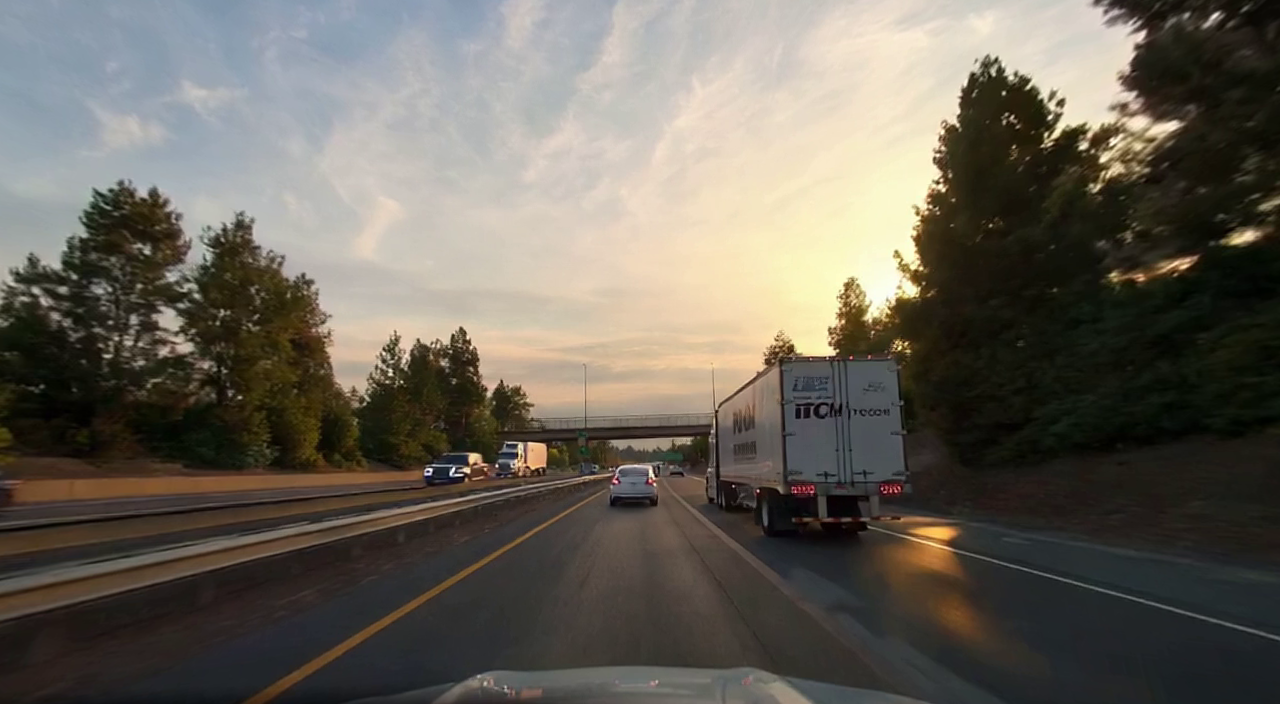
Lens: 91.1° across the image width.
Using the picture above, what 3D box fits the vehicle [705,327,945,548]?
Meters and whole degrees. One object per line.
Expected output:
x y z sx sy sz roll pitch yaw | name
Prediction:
4.319 3.096 20.255 2.964 4.188 16.587 1 -11 1 | vehicle

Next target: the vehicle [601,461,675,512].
-0.059 4.292 20.278 2.156 1.444 3.762 1 -10 0 | vehicle

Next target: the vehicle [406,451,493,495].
-8.926 5.768 30.039 2.162 1.857 5.332 0 -11 3 | vehicle
